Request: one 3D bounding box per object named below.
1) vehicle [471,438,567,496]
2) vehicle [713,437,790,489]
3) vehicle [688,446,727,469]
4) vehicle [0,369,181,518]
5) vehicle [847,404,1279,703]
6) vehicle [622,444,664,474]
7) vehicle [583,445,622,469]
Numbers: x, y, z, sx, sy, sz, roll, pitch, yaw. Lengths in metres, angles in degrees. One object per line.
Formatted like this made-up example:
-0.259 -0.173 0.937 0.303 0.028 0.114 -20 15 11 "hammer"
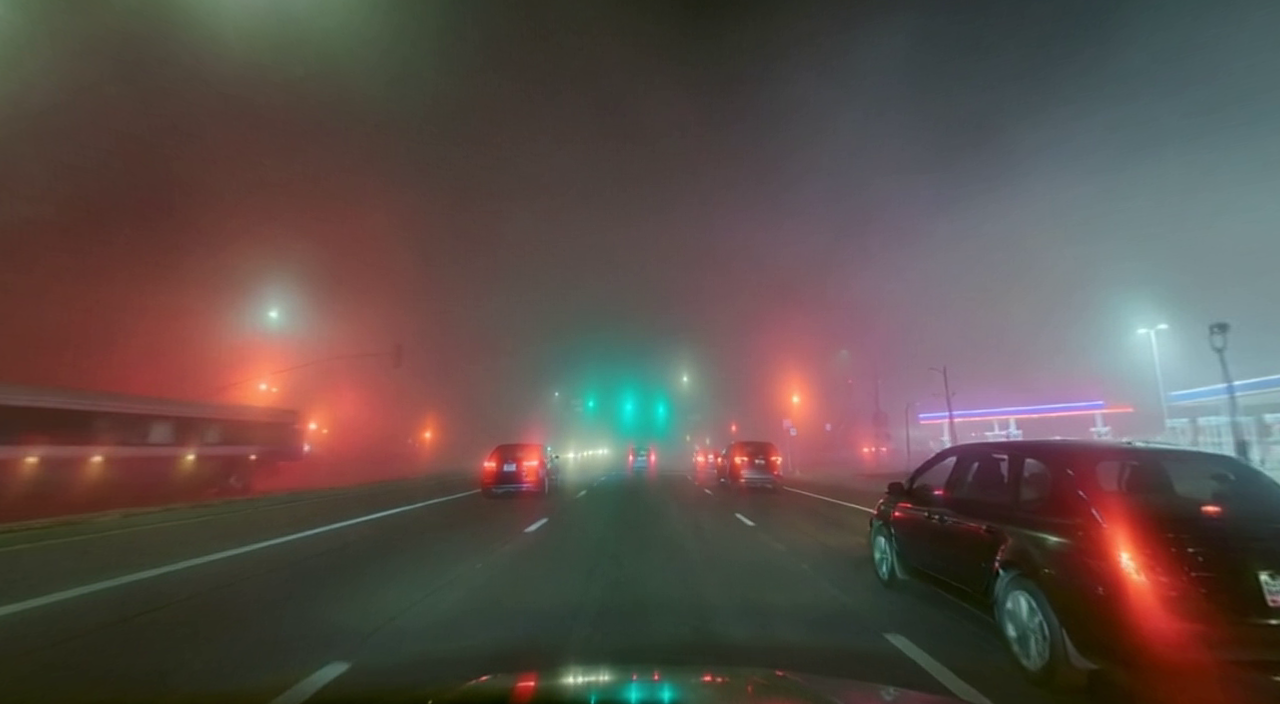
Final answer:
-3.617 3.515 19.684 2.023 1.607 4.086 -1 -8 2 "vehicle"
3.925 3.995 22.991 2.022 1.683 4.171 0 -8 0 "vehicle"
4.449 7.052 42.264 2.174 1.462 4.400 0 -8 1 "vehicle"
-16.054 2.085 14.260 3.228 3.319 10.706 0 -8 0 "vehicle"
3.510 1.327 5.103 2.038 1.499 4.868 0 -8 1 "vehicle"
0.190 5.743 34.121 2.104 1.477 4.591 0 -8 1 "vehicle"
-2.444 6.938 41.818 2.192 1.463 4.211 -1 -8 2 "vehicle"
